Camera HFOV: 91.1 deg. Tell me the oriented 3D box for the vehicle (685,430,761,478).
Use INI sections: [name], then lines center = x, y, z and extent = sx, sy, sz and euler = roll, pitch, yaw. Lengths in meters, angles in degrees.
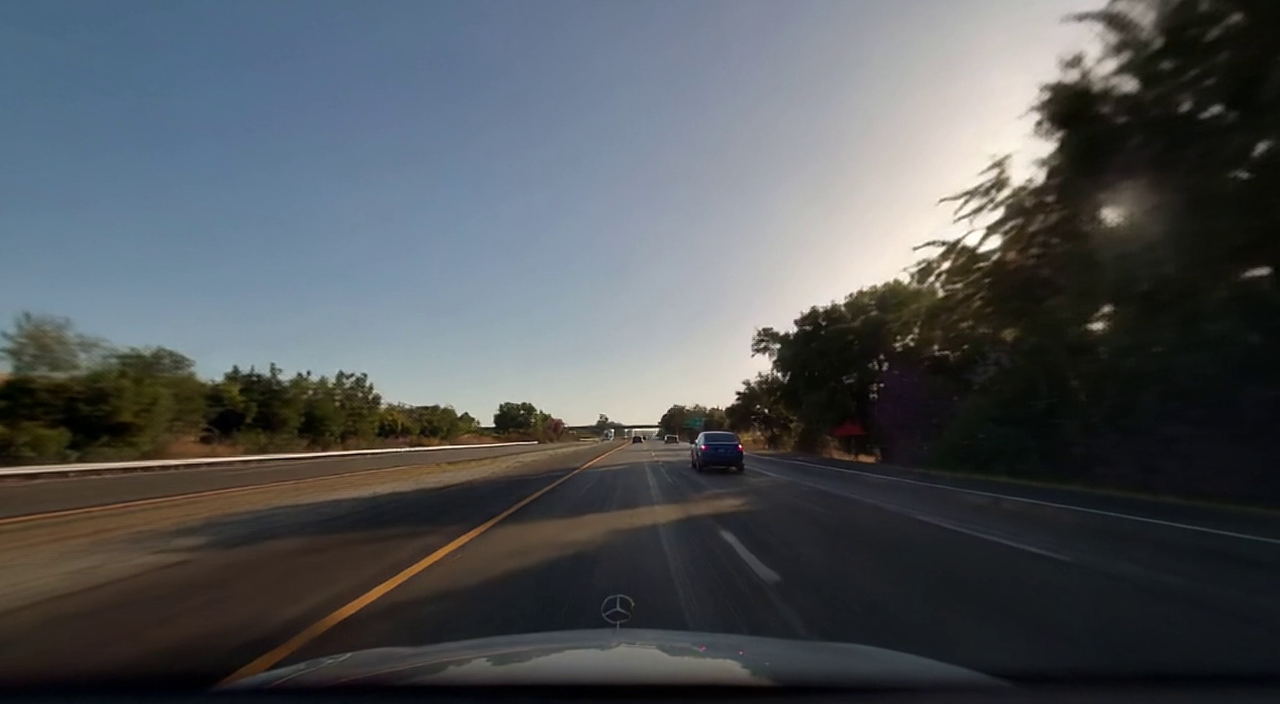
[vehicle]
center = 2.943, 3.712, 23.274
extent = 2.084, 1.583, 4.420
euler = 0, -8, -1
